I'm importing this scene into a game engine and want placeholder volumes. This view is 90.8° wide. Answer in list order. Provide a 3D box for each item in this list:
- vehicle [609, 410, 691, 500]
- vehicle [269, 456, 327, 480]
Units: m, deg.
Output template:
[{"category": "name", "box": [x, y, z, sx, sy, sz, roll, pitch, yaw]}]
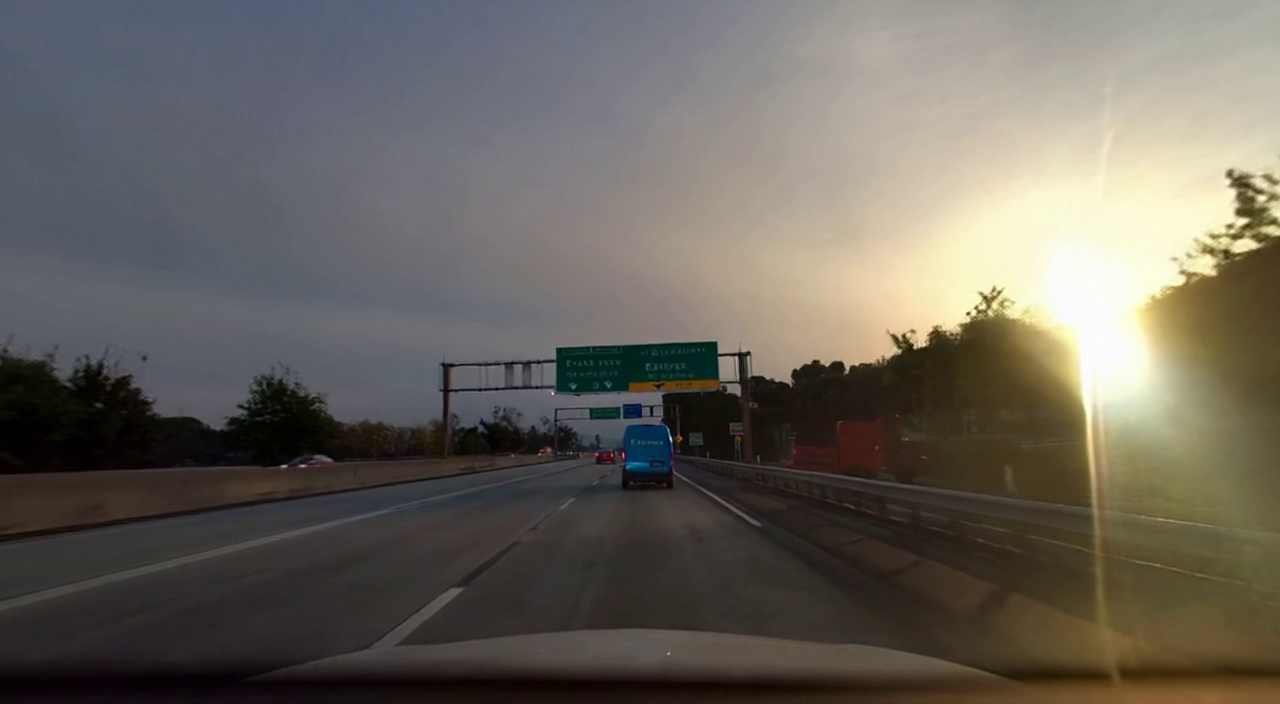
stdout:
[{"category": "vehicle", "box": [0.183, 3.350, 20.750, 2.332, 2.558, 5.314, 0, -9, -2]}, {"category": "vehicle", "box": [-23.704, 8.043, 43.920, 1.864, 1.470, 3.888, 0, -9, 0]}]
